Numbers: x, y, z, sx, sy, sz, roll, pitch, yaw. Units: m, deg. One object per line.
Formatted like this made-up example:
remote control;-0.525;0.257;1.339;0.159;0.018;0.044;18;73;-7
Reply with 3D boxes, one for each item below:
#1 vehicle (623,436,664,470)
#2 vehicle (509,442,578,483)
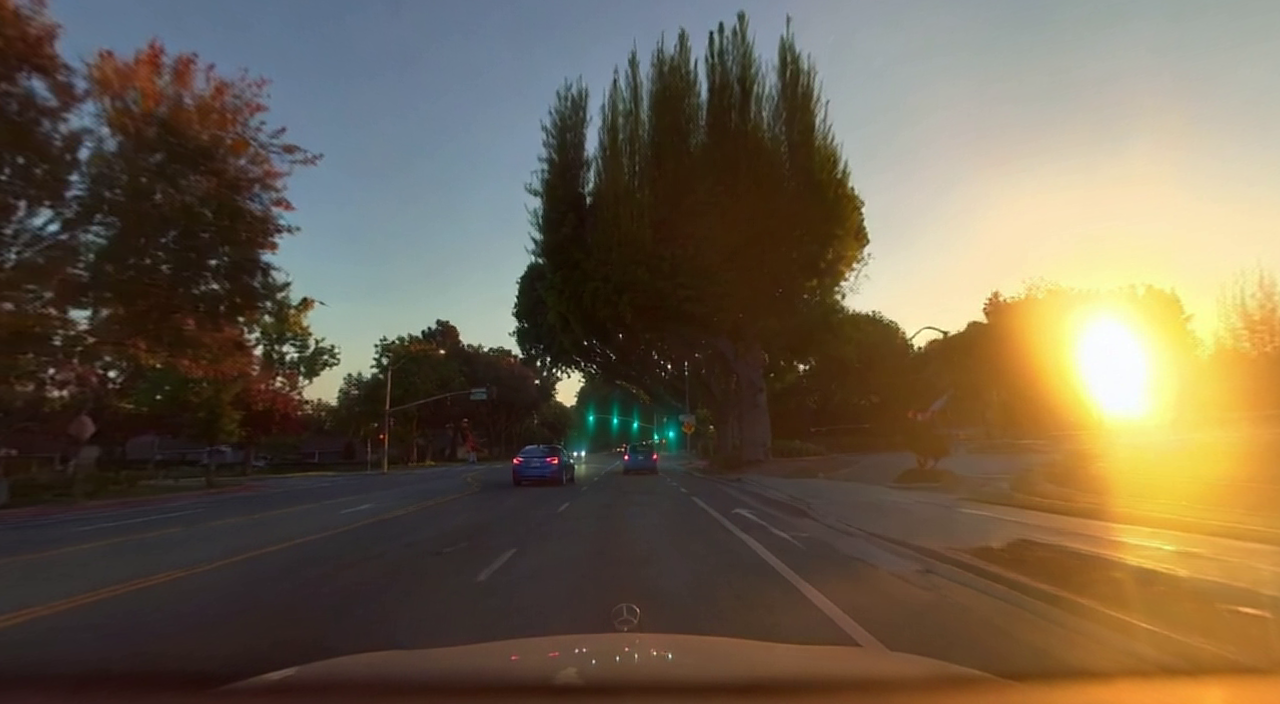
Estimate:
vehicle;0.114;5.738;35.919;2.215;1.799;4.426;0;-8;-2
vehicle;-3.686;4.292;24.832;2.036;1.447;4.044;0;-8;0
